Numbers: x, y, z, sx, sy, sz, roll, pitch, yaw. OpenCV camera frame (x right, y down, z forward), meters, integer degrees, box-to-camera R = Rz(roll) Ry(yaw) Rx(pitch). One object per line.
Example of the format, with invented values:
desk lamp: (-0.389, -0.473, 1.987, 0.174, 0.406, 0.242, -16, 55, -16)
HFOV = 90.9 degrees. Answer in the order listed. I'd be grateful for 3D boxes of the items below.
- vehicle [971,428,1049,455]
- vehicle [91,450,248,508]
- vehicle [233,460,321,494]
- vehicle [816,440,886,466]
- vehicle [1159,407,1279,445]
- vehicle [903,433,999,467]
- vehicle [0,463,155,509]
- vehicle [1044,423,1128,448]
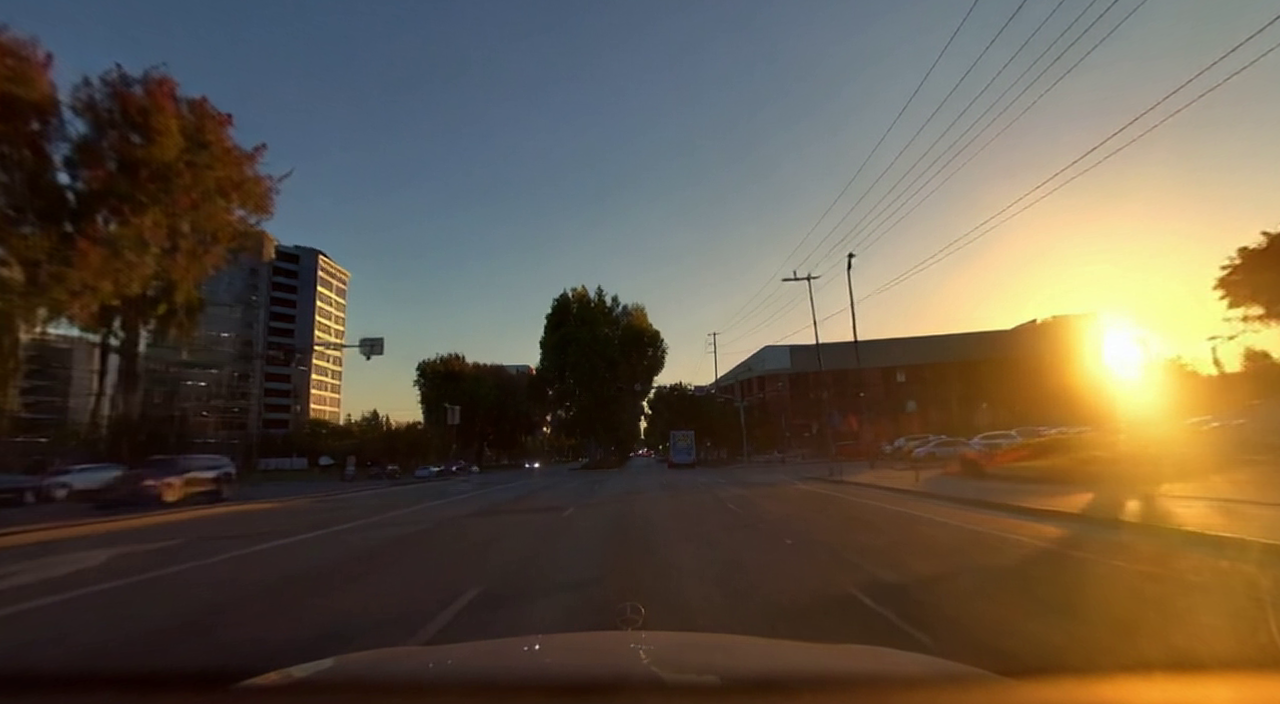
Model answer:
vehicle: (26.541, 6.458, 45.338, 4.258, 1.456, 1.825, -4, -14, 4)
vehicle: (-15.669, 4.199, 21.362, 1.945, 1.737, 4.358, 0, -9, 0)
vehicle: (-19.032, 6.554, 33.323, 1.958, 1.492, 4.580, -2, -9, 0)
vehicle: (15.458, 7.446, 46.377, 4.432, 1.523, 1.908, -4, -13, 6)
vehicle: (32.168, 4.135, 34.907, 4.841, 1.720, 1.950, -4, -8, 5)
vehicle: (17.520, 5.553, 35.719, 4.329, 1.502, 2.122, -4, -4, 6)
vehicle: (-22.647, 5.344, 25.550, 1.838, 1.526, 5.104, -1, -9, 2)
vehicle: (31.566, 5.957, 44.769, 4.318, 1.476, 1.940, -4, -10, 7)
